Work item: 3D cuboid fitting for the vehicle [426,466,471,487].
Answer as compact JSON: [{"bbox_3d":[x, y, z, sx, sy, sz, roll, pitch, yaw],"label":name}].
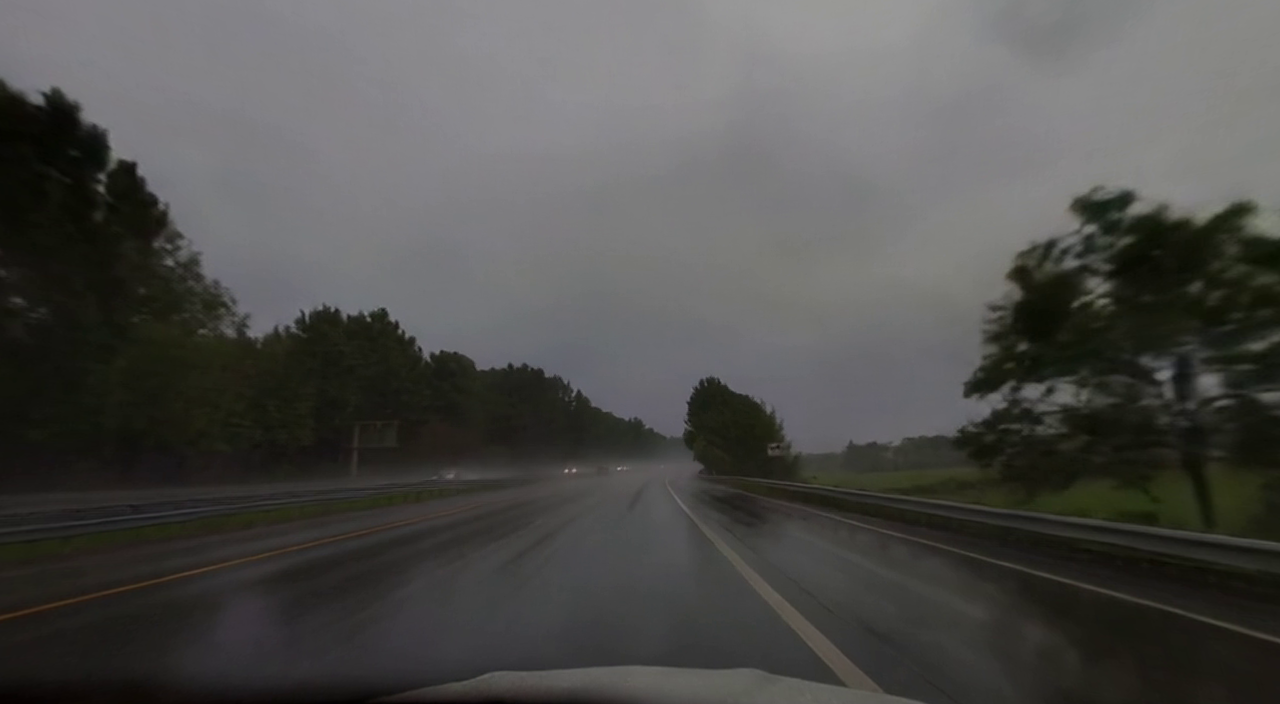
[{"bbox_3d":[-15.177,9.938,49.979,1.950,1.526,4.557,2,-12,2],"label":"vehicle"}]
